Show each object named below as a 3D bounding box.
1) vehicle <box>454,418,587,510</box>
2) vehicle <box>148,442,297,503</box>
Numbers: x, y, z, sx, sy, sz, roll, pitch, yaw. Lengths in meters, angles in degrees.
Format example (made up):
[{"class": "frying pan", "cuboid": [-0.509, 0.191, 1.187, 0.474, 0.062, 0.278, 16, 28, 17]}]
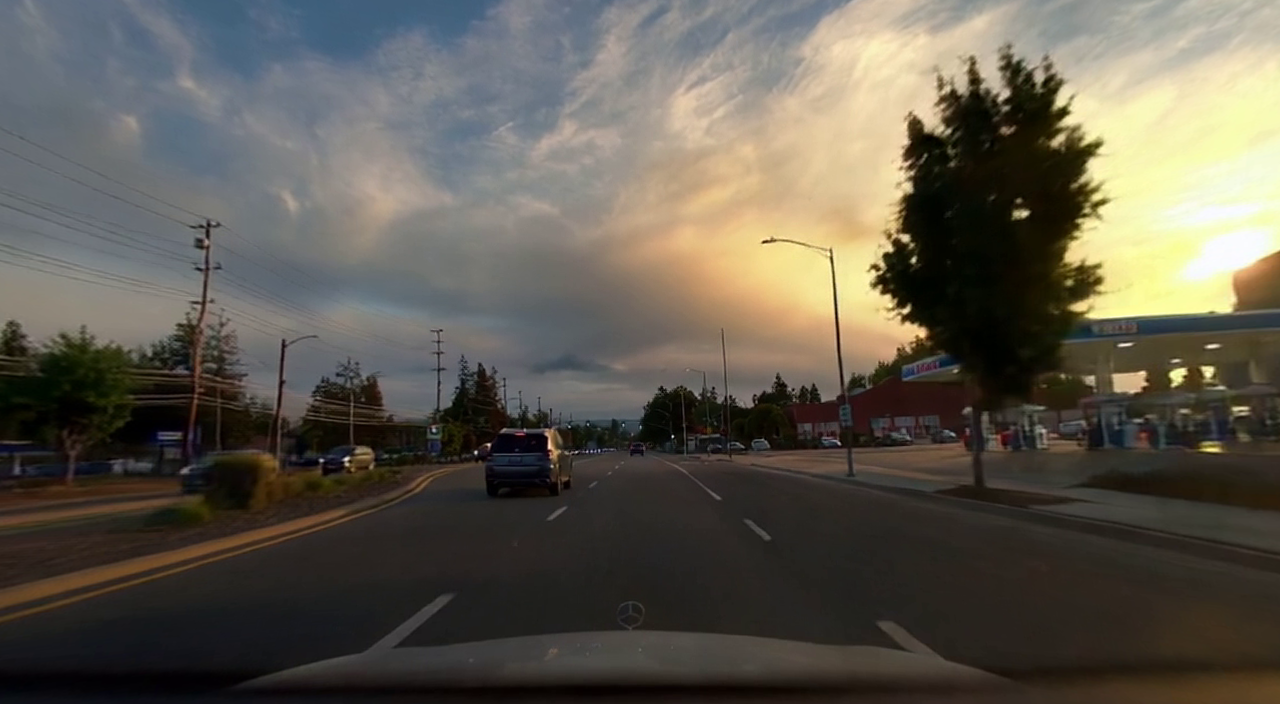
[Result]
[{"class": "vehicle", "cuboid": [-2.639, 2.621, 15.238, 2.190, 1.844, 4.751, 0, -8, 1]}, {"class": "vehicle", "cuboid": [-13.098, 3.760, 20.152, 1.825, 1.705, 4.234, 0, -8, 0]}]
